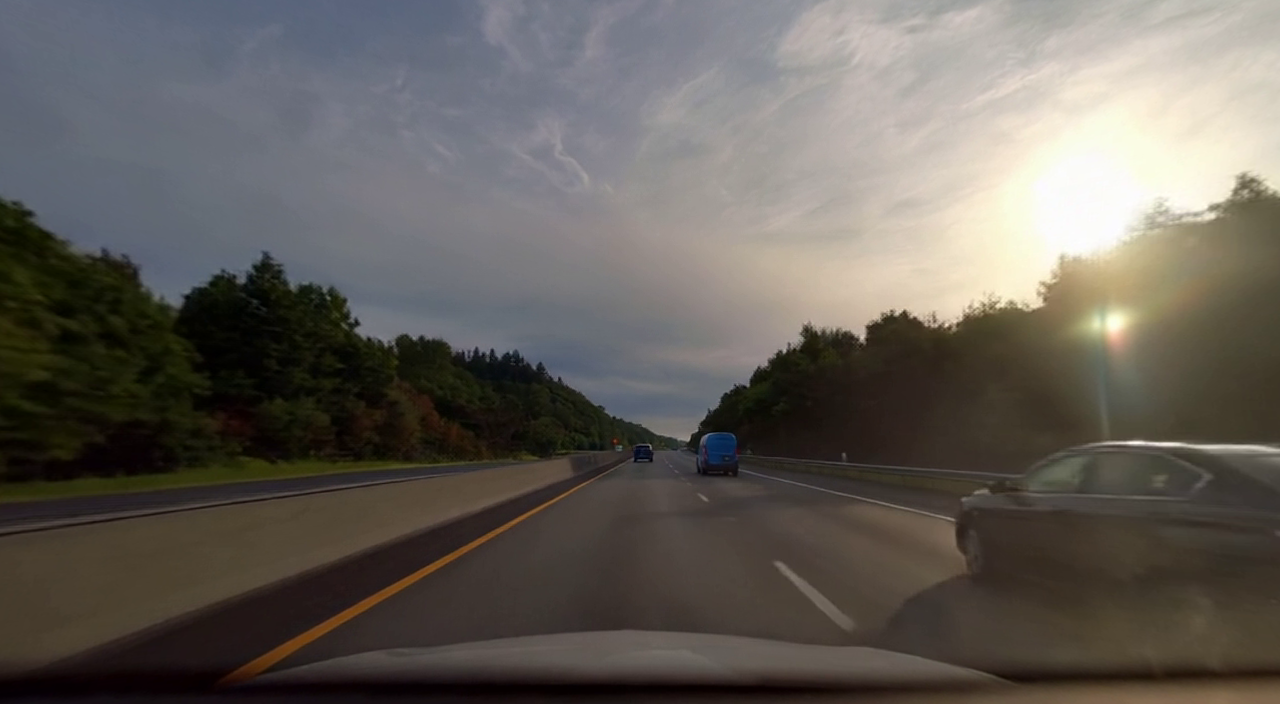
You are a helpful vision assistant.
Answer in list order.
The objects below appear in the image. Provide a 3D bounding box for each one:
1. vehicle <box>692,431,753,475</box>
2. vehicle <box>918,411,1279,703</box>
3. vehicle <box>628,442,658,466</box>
[{"bbox_3d":[4.076,5.149,32.164,2.371,2.045,4.768,0,-9,-1],"label":"vehicle"},{"bbox_3d":[3.951,1.175,4.096,2.043,1.431,4.922,0,-9,0],"label":"vehicle"},{"bbox_3d":[0.255,7.584,47.067,2.087,1.707,4.316,0,-9,1],"label":"vehicle"}]
